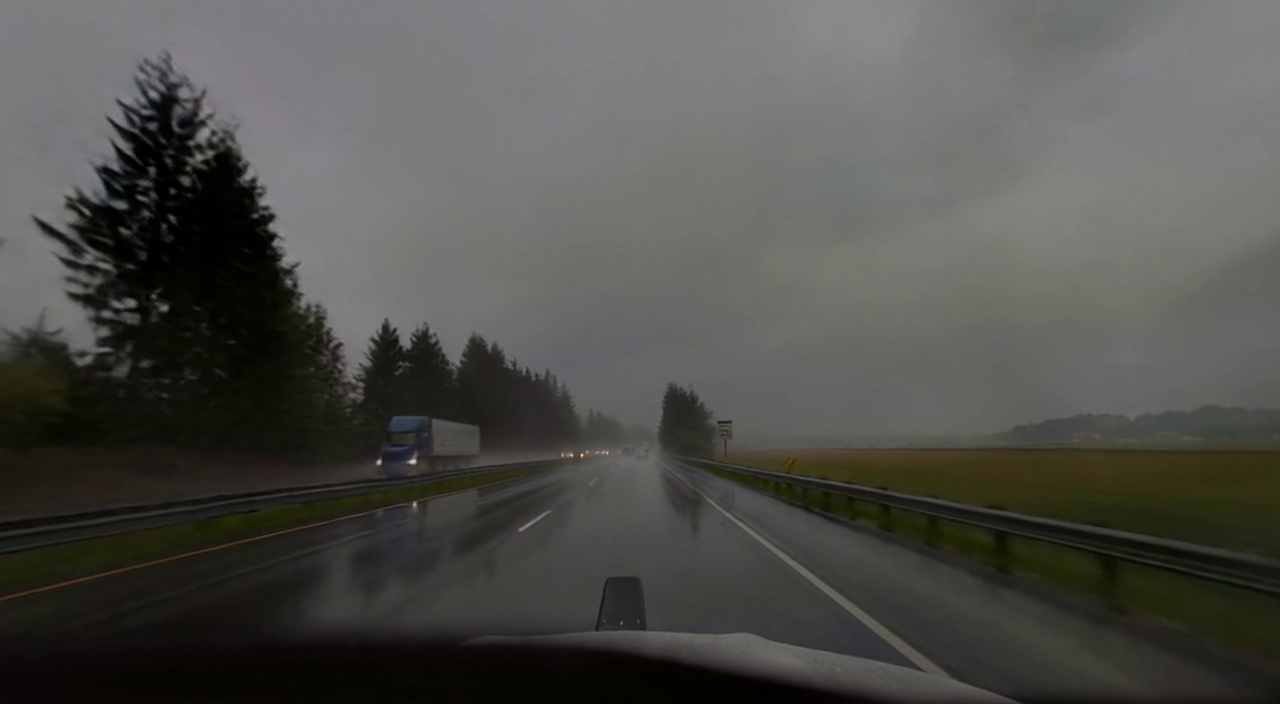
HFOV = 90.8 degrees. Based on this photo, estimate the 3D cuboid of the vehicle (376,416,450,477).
[{"bbox_3d":[-15.794,6.654,44.394,2.956,3.925,5.821,0,-9,0],"label":"vehicle"}]
